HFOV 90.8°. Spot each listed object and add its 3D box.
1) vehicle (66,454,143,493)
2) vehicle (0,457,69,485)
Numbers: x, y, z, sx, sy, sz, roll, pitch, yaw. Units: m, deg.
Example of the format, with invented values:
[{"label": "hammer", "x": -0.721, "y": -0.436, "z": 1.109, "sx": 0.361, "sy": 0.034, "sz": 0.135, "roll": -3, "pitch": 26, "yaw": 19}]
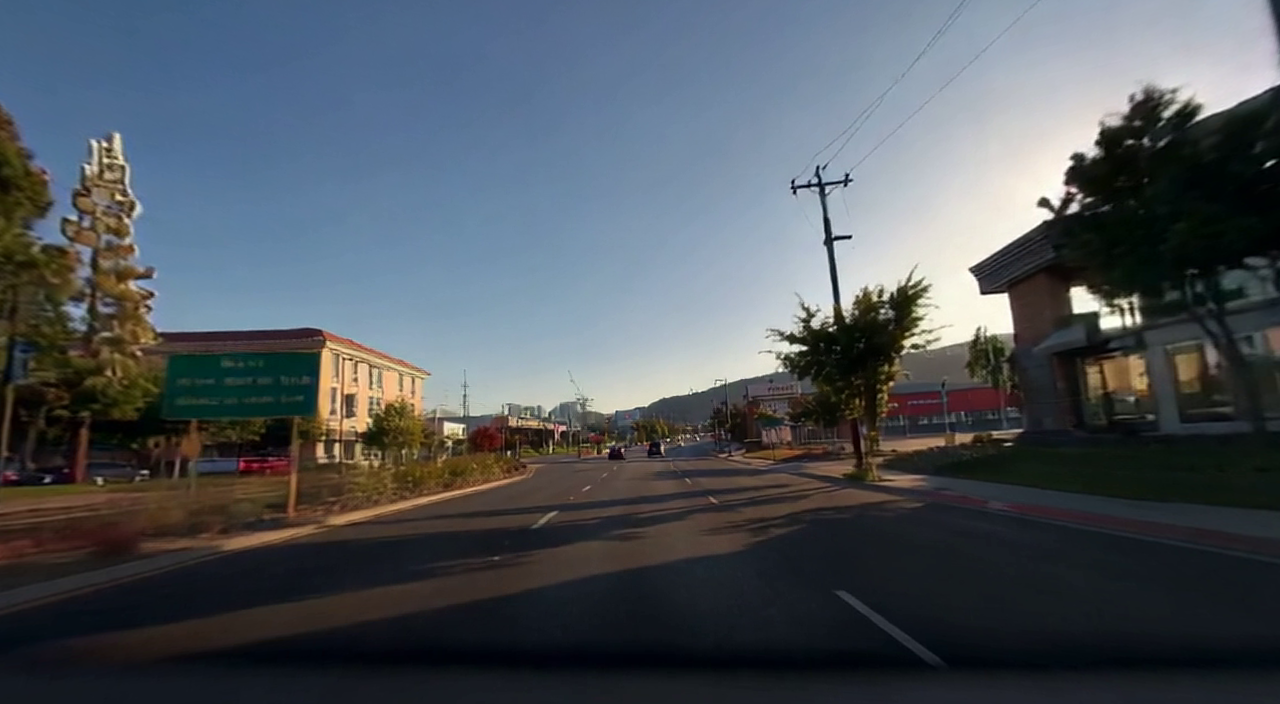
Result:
[{"label": "vehicle", "x": -29.899, "y": 6.830, "z": 35.481, "sx": 1.950, "sy": 1.961, "sz": 4.927, "roll": 4, "pitch": -12, "yaw": -25}, {"label": "vehicle", "x": -44.343, "y": 8.624, "z": 45.581, "sx": 5.265, "sy": 1.768, "sz": 2.045, "roll": -5, "pitch": -9, "yaw": 15}]
